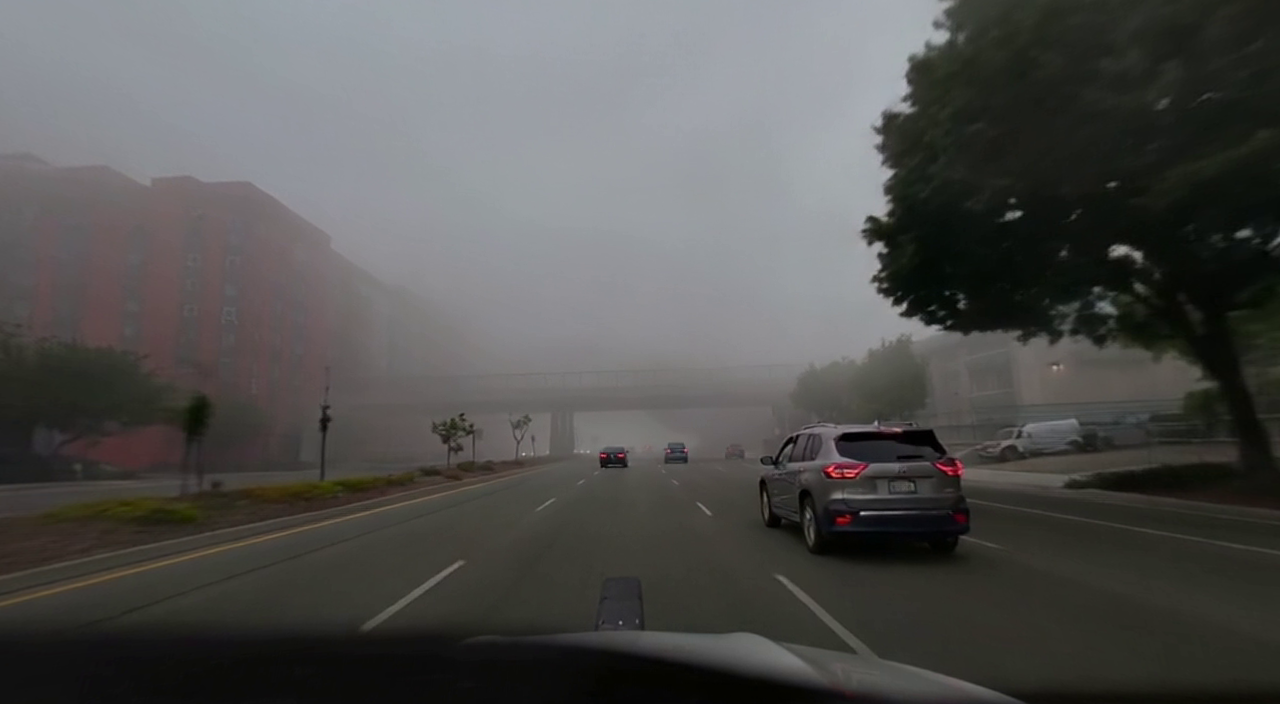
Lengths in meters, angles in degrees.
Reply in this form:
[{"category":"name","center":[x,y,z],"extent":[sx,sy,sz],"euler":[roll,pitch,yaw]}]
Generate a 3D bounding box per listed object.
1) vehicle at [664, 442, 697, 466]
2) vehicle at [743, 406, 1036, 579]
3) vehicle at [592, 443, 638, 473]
[{"category":"vehicle","center":[3.025,7.722,47.957],"extent":[2.165,1.708,3.928],"euler":[0,-8,-2]},{"category":"vehicle","center":[2.922,1.774,8.828],"extent":[2.130,1.741,4.665],"euler":[0,-8,-1]},{"category":"vehicle","center":[-1.291,5.784,34.765],"extent":[2.173,1.498,4.528],"euler":[0,-8,2]}]
